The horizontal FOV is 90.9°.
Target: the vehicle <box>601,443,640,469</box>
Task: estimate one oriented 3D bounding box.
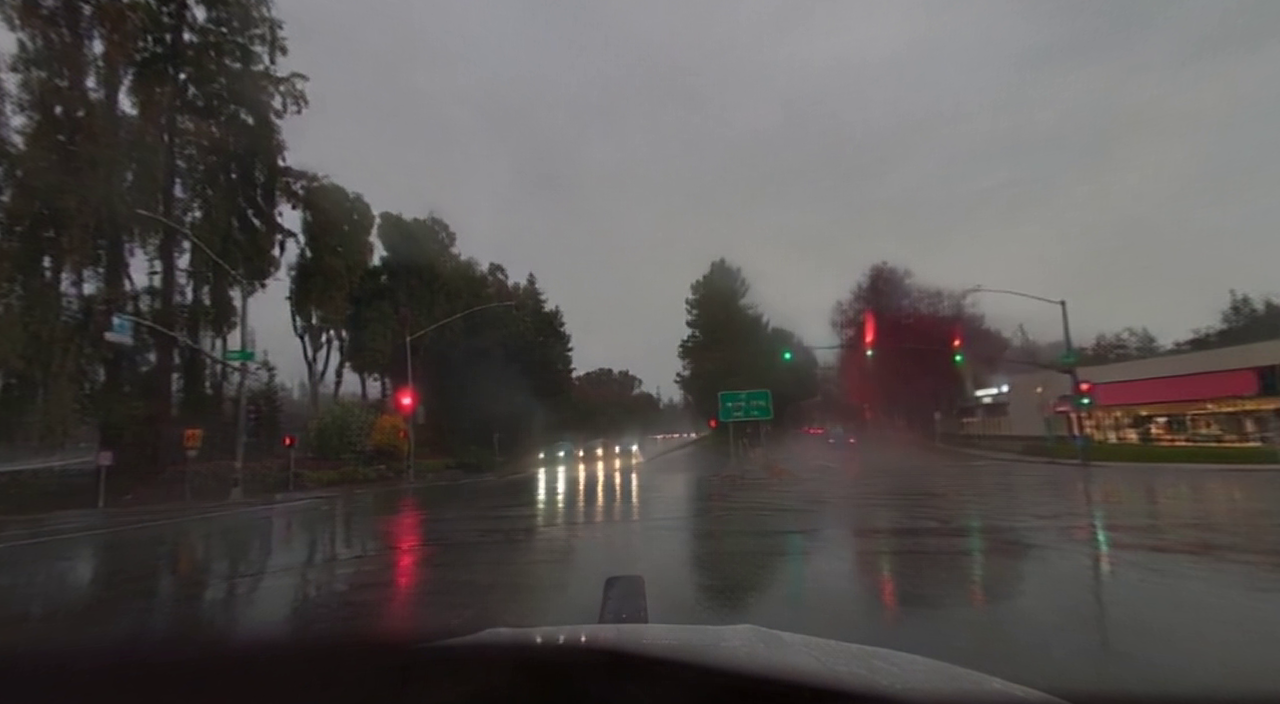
[{"bbox_3d":[-1.211,6.661,40.556,1.920,1.546,4.086,-1,-9,7],"label":"vehicle"}]

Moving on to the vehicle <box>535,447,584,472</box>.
[{"bbox_3d":[-5.037,6.800,40.003,2.111,1.499,4.371,-1,-9,6],"label":"vehicle"}]
